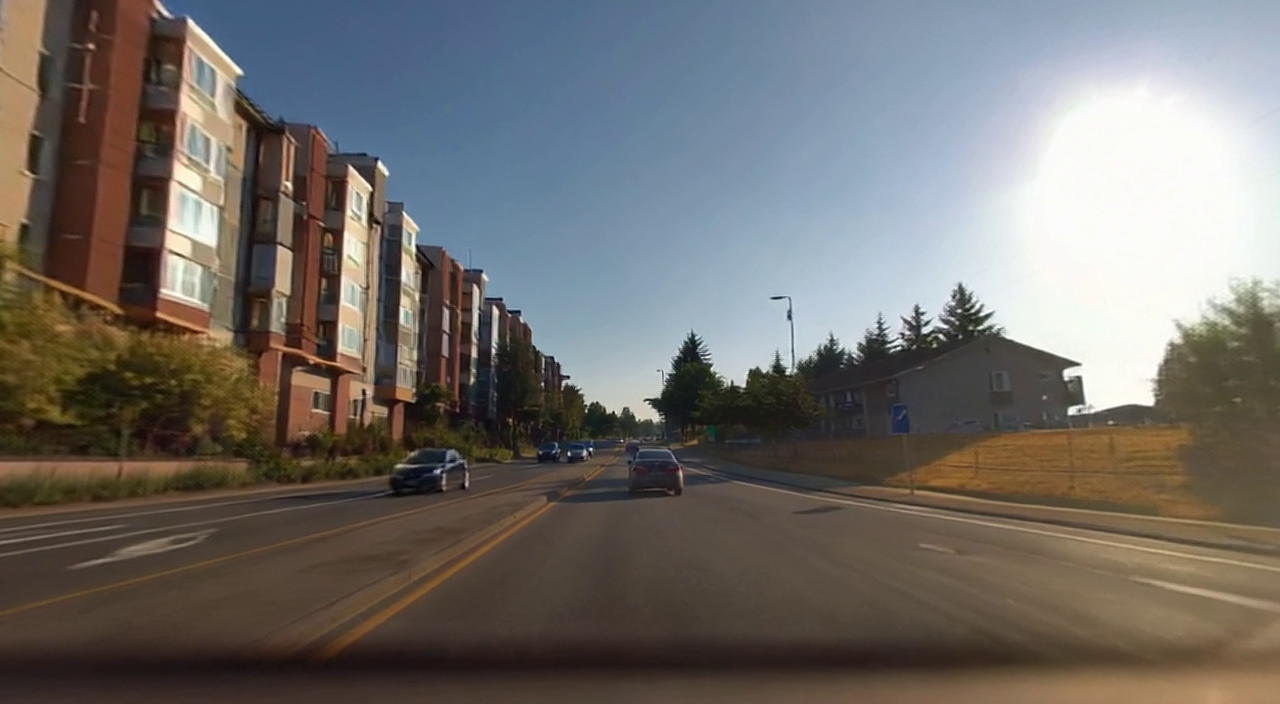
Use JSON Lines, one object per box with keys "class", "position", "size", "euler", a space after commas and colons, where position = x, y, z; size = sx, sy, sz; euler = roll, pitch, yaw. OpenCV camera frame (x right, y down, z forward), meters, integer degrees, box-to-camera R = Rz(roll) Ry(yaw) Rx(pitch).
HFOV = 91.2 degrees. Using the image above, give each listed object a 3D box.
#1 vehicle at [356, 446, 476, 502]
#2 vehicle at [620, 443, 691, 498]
{"class": "vehicle", "position": [-6.757, 3.704, 19.469], "size": [2.018, 1.498, 4.168], "euler": [-1, -9, 3]}
{"class": "vehicle", "position": [0.430, 3.680, 19.842], "size": [2.014, 1.525, 3.670], "euler": [-1, -9, -1]}
